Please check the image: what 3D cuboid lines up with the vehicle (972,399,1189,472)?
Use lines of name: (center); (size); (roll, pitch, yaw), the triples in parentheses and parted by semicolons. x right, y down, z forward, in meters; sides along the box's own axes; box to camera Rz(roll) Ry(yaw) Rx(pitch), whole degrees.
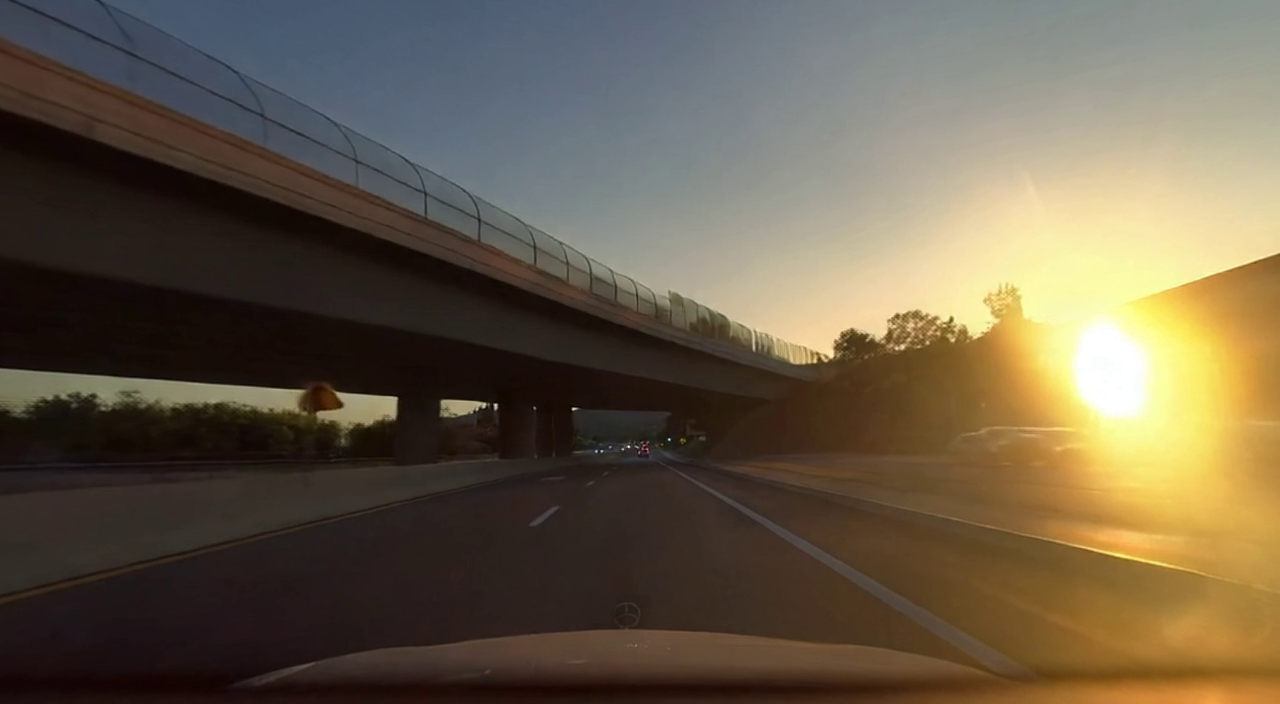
vehicle: (28.589, 5.786, 42.640); (2.939, 4.075, 14.109); (1, -9, -8)
